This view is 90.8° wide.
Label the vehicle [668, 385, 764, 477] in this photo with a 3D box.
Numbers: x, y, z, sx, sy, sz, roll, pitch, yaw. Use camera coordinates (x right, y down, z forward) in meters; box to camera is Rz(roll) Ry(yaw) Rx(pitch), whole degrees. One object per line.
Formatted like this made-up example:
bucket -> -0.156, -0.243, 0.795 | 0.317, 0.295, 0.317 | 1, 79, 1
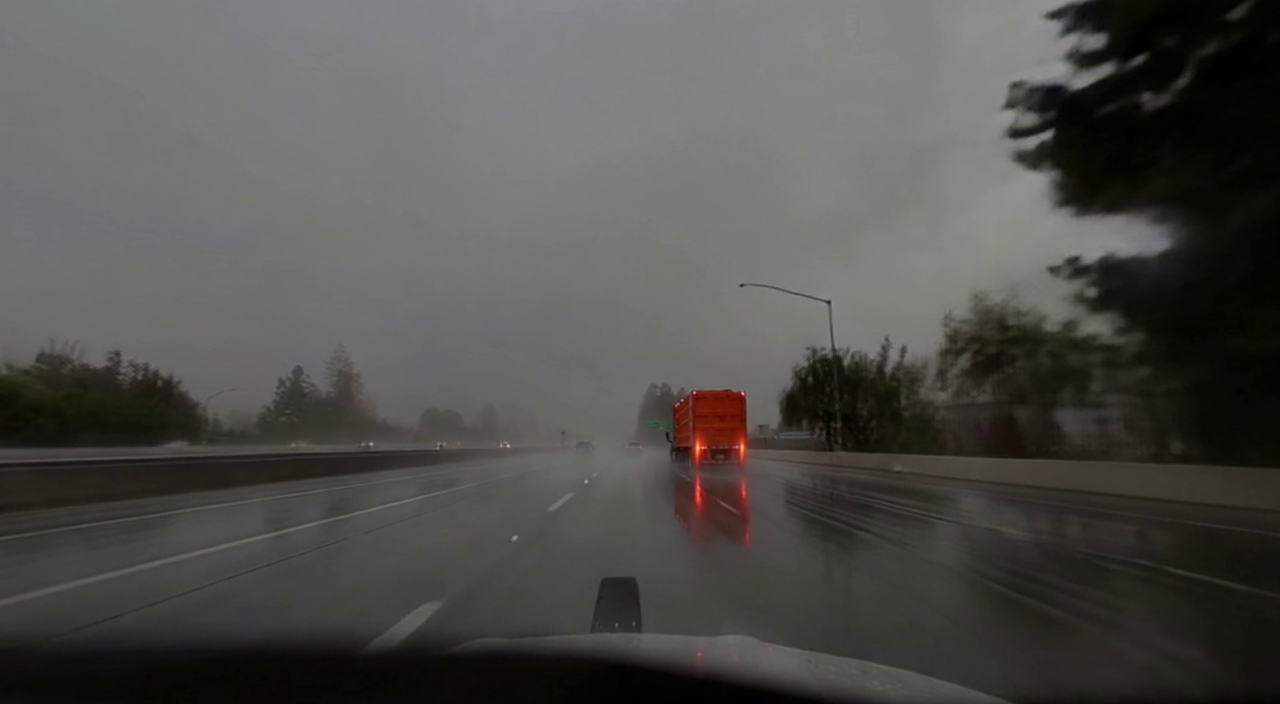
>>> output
vehicle -> 3.210, 3.880, 30.149 | 2.966, 3.586, 10.563 | 0, -9, -2
